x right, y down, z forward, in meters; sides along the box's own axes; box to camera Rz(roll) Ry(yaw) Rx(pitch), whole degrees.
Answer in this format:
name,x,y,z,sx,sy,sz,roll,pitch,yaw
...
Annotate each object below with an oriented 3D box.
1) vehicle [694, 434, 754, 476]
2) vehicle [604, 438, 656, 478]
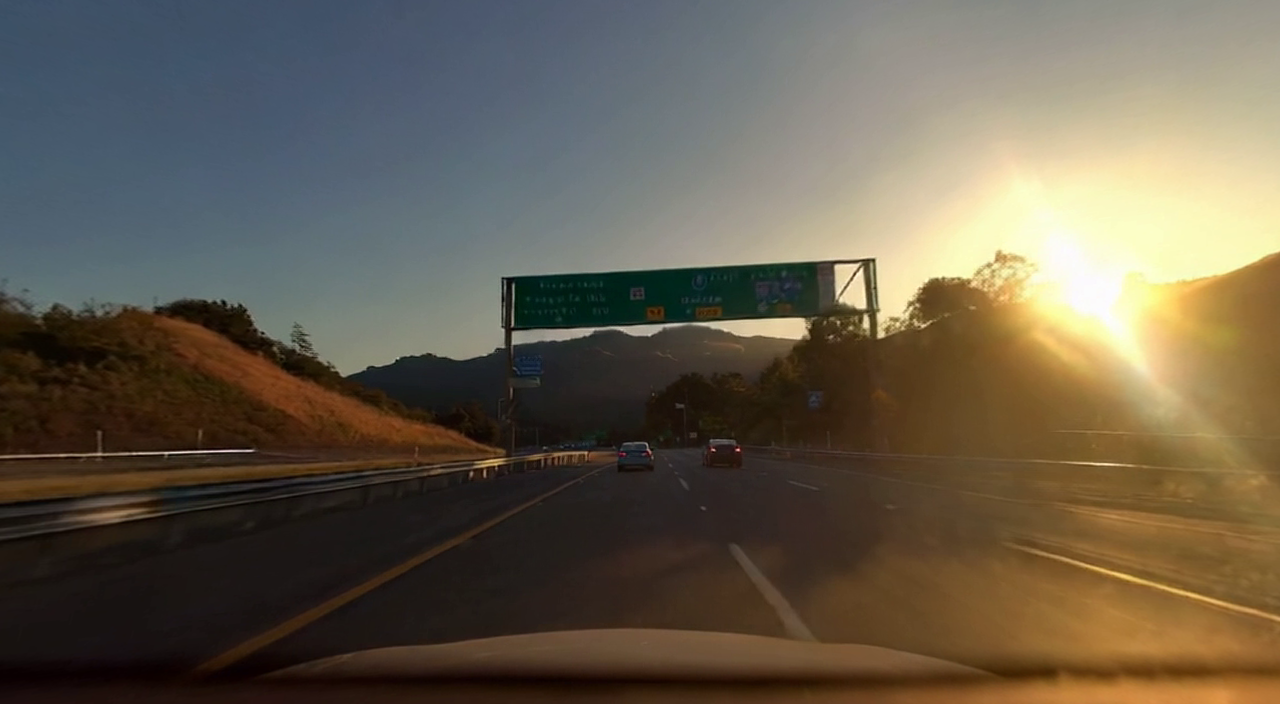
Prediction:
name,x,y,z,sx,sy,sz,roll,pitch,yaw
vehicle,3.639,4.565,27.977,2.063,1.698,4.355,0,-8,0
vehicle,-0.383,4.516,27.018,2.050,1.546,4.344,0,-8,1
